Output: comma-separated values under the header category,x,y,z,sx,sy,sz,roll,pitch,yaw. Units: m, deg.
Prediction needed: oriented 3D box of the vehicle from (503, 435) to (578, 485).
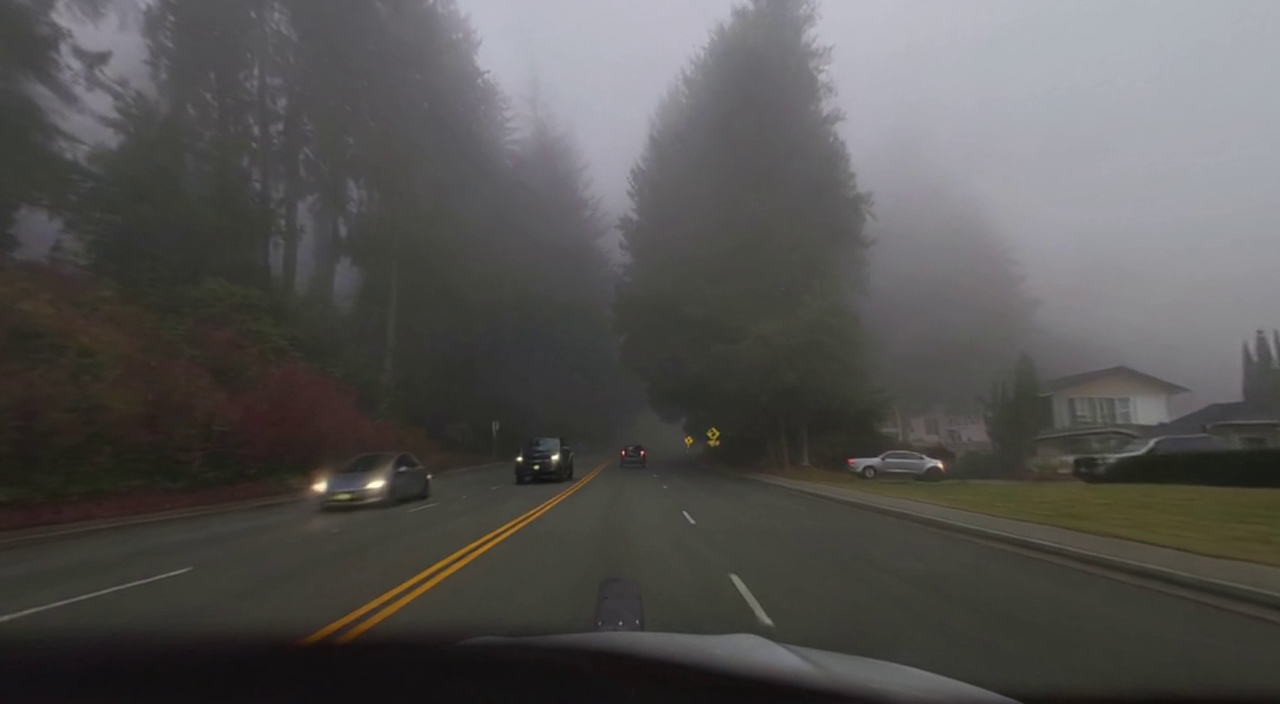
category,x,y,z,sx,sy,sz,roll,pitch,yaw
vehicle,-4.232,4.723,27.827,2.429,1.953,5.345,-1,-9,0

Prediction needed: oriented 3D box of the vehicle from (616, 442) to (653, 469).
category,x,y,z,sx,sy,sz,roll,pitch,yaw
vehicle,-0.325,7.684,46.950,2.554,1.902,5.329,0,-9,1

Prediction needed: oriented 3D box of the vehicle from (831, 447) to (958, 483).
category,x,y,z,sx,sy,sz,roll,pitch,yaw
vehicle,11.034,4.896,27.605,4.697,1.462,1.881,0,-8,-2

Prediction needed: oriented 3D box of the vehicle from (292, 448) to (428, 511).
category,x,y,z,sx,sy,sz,roll,pitch,yaw
vehicle,-7.441,3.398,17.262,1.961,1.510,3.827,0,-9,0
